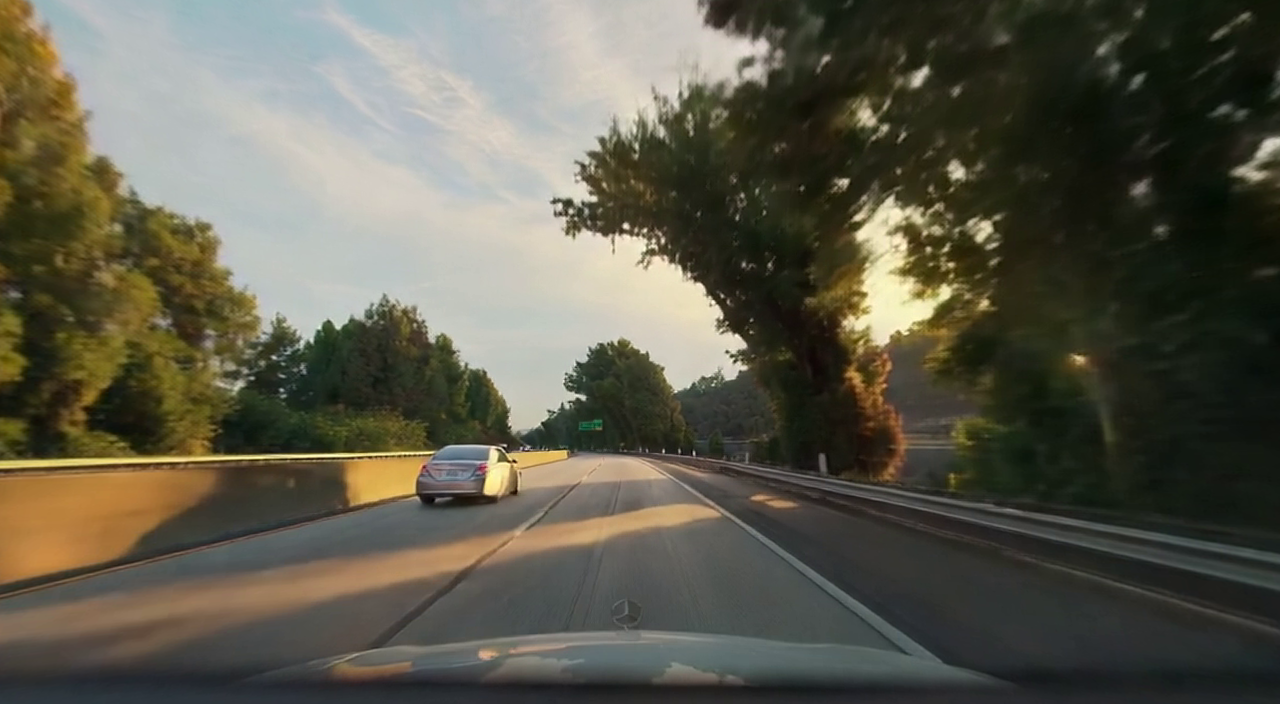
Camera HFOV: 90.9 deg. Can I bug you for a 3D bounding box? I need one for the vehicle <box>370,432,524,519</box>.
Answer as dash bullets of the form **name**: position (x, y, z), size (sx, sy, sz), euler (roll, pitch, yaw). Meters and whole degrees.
- **vehicle**: position (-3.808, 2.506, 13.242), size (1.990, 1.532, 3.911), euler (0, -9, 0)
